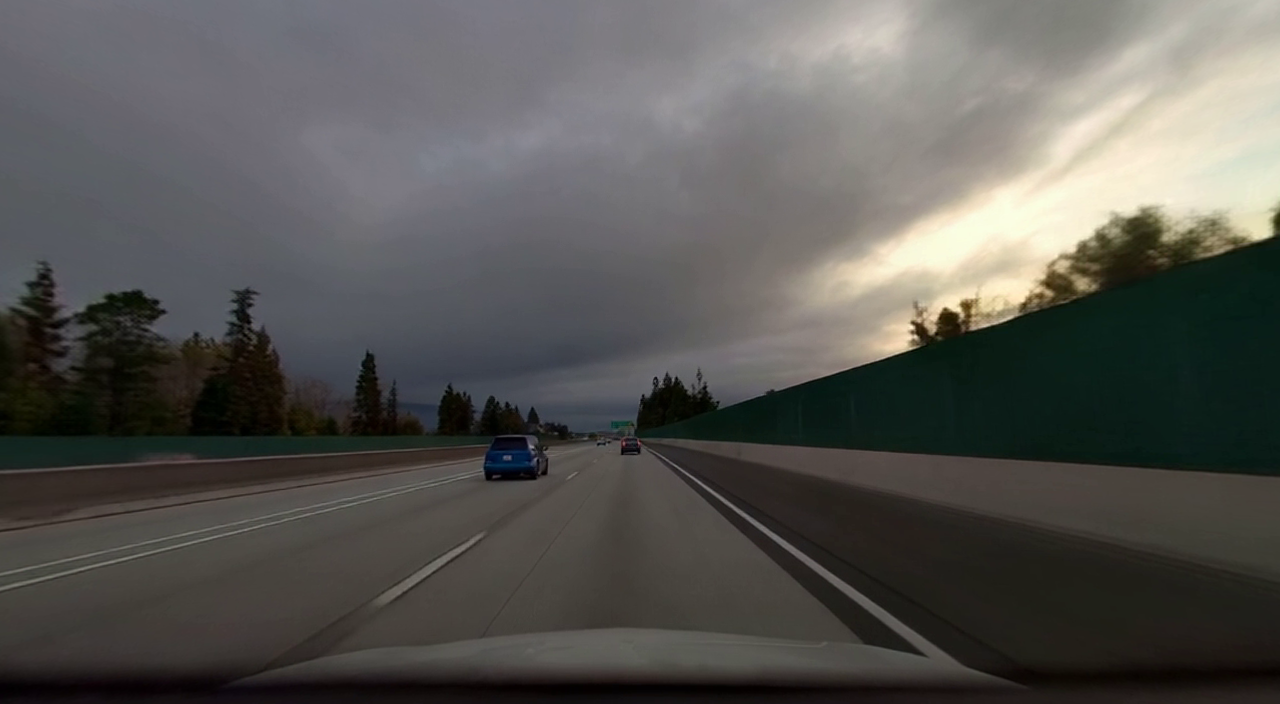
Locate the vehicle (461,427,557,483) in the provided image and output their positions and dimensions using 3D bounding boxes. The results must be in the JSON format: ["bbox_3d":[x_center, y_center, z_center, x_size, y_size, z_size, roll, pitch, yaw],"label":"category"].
[{"bbox_3d":[-3.947,3.179,19.903,2.072,1.545,4.767,0,-8,0],"label":"vehicle"}]

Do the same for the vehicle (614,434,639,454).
[{"bbox_3d":[-1.008,6.911,47.426,1.836,1.450,3.519,0,-8,-1],"label":"vehicle"}]
